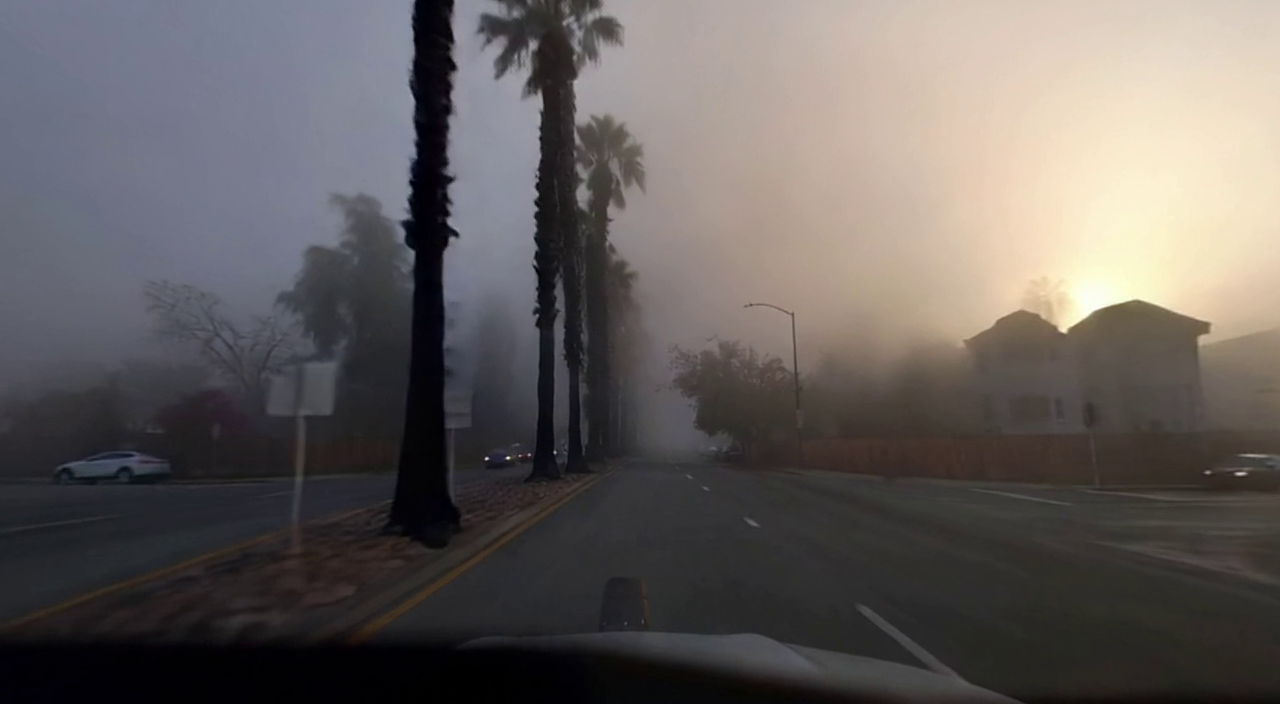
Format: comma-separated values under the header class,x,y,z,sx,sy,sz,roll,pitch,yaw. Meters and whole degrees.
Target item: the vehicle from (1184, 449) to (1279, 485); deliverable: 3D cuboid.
class,x,y,z,sx,sy,sz,roll,pitch,yaw
vehicle,28.042,5.285,29.237,1.900,1.503,4.553,-1,-8,6
